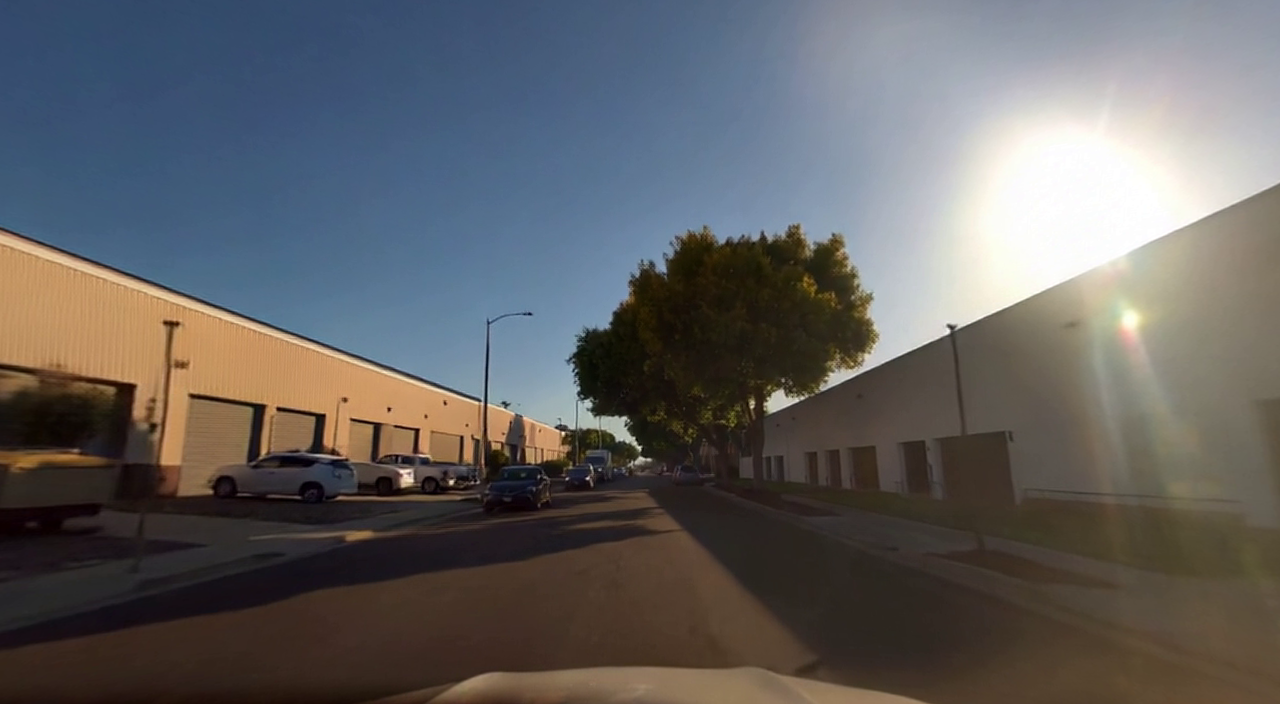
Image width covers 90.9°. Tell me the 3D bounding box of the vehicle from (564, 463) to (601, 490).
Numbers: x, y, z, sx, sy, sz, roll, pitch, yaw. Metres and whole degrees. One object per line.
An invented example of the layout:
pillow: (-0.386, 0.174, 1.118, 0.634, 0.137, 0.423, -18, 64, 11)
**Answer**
vehicle: (-3.661, 8.023, 40.766, 1.835, 1.625, 3.674, 0, -11, 2)

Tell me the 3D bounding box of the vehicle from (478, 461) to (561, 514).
vehicle: (-4.134, 4.712, 22.417, 1.927, 1.580, 4.556, -1, -9, 2)

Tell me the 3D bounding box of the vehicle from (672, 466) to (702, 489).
vehicle: (3.195, 8.621, 43.410, 1.819, 1.446, 3.909, 1, -11, 0)
